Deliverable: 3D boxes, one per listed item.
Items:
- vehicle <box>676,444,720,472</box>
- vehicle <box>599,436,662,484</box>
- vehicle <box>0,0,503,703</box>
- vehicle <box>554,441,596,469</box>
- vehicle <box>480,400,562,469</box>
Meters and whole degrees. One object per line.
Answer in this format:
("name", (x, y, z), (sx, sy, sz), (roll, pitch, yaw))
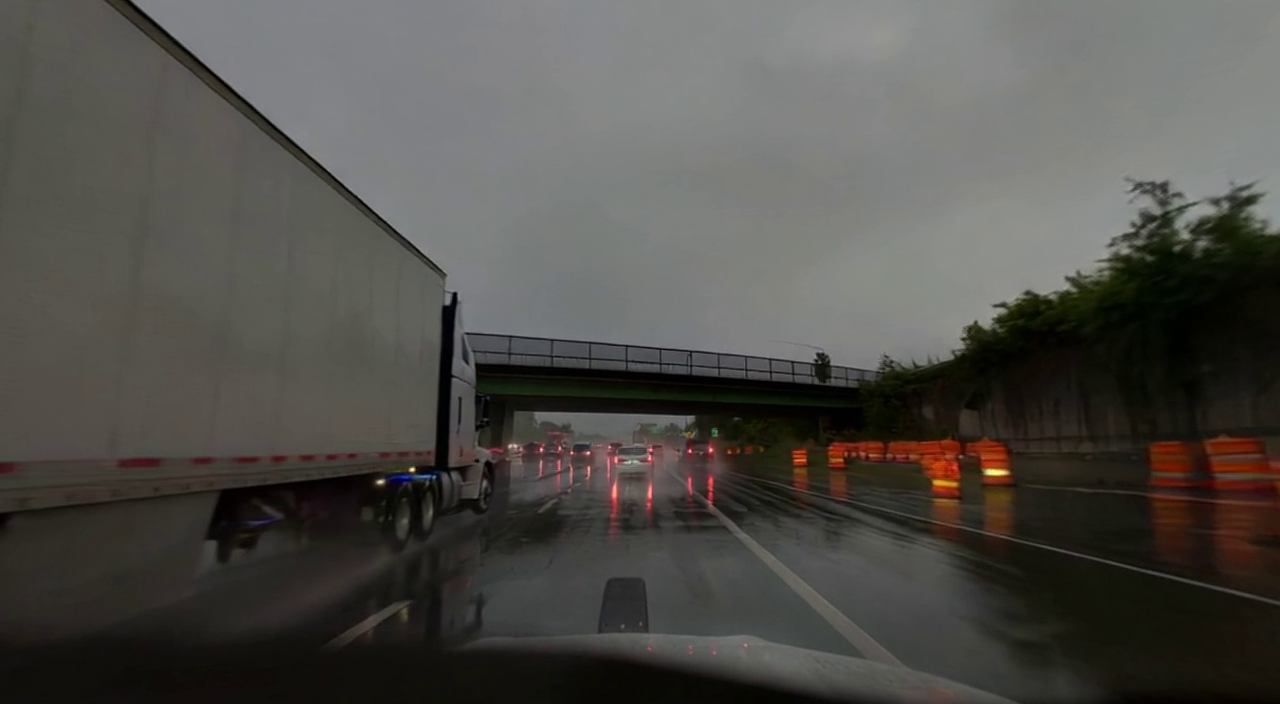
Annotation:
("vehicle", (3.213, 5.944, 35.585), (2.003, 1.465, 4.092), (0, -8, -1))
("vehicle", (-0.366, 4.198, 24.872), (2.270, 1.696, 4.061), (0, -8, 0))
("vehicle", (-3.746, 0.389, 4.395), (3.075, 3.276, 11.073), (0, -8, 0))
("vehicle", (-4.018, 6.460, 39.662), (2.124, 1.639, 4.344), (0, -8, 1))
("vehicle", (-7.328, 5.430, 40.847), (2.959, 3.886, 10.574), (0, -8, 2))
